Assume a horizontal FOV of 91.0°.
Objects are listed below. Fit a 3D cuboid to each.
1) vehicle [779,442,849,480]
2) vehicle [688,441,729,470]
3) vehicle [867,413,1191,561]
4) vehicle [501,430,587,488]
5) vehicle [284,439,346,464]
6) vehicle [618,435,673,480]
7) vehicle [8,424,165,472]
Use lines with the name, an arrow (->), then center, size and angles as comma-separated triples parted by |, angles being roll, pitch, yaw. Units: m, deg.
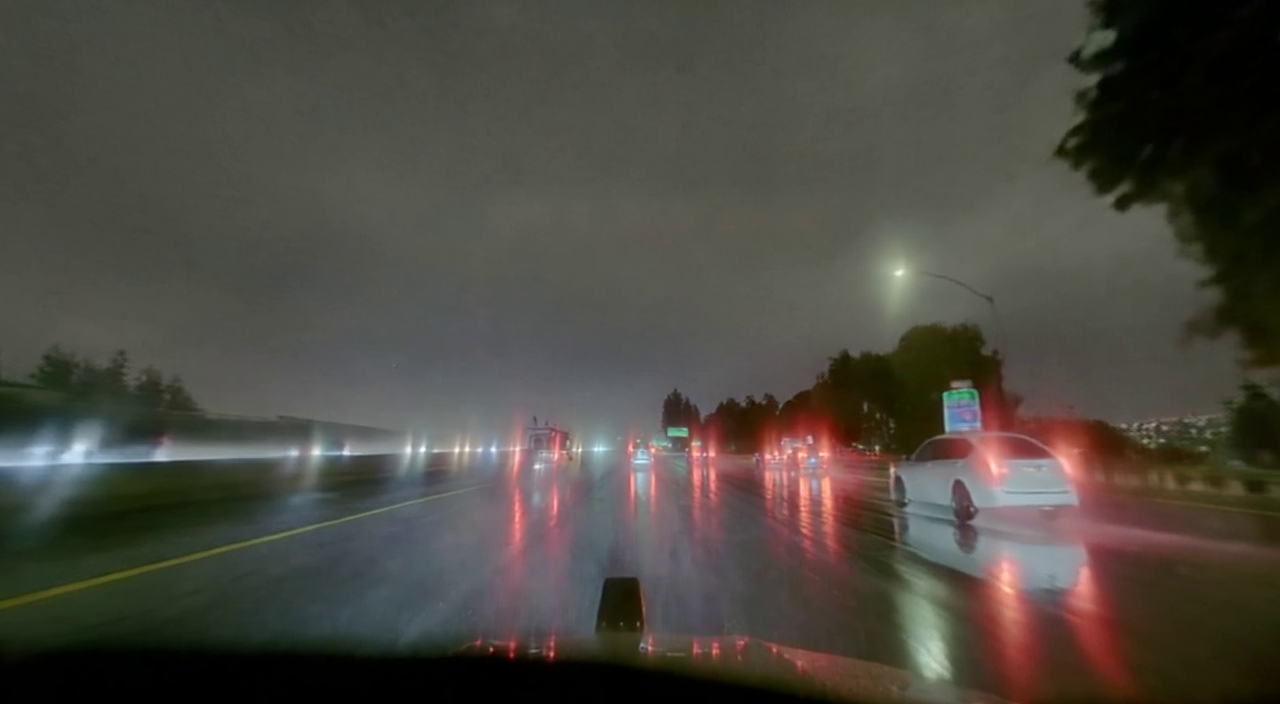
vehicle -> 7.743, 4.865, 28.421 | 1.989, 1.569, 3.964 | 0, -9, -1
vehicle -> 4.246, 6.489, 39.577 | 2.022, 1.682, 4.226 | 0, -9, -1
vehicle -> 5.316, 1.905, 9.640 | 2.041, 1.669, 4.712 | 0, -9, 2
vehicle -> -3.214, 3.722, 22.181 | 2.199, 1.777, 4.790 | 0, -9, 1
vehicle -> -21.757, 6.657, 42.341 | 1.878, 1.579, 4.158 | 0, -9, 1
vehicle -> 0.209, 4.476, 26.924 | 2.181, 1.728, 3.970 | 0, -9, 0
vehicle -> -25.393, 4.451, 29.250 | 2.490, 1.995, 5.219 | 0, -9, 0
